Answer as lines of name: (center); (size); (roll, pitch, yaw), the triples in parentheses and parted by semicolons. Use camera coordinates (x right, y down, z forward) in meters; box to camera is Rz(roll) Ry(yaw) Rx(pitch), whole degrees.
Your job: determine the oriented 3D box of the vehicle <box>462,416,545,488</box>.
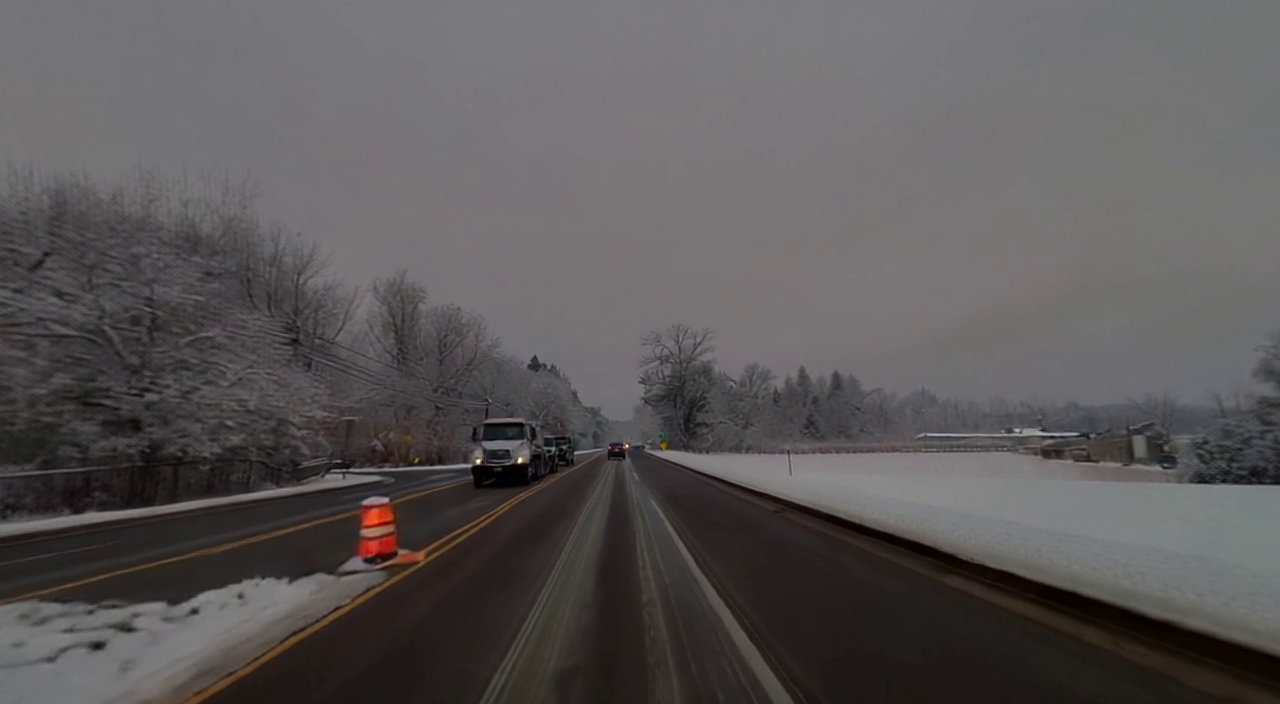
vehicle: (-5.052, 3.759, 24.017); (2.380, 2.488, 4.028); (0, -8, -2)
